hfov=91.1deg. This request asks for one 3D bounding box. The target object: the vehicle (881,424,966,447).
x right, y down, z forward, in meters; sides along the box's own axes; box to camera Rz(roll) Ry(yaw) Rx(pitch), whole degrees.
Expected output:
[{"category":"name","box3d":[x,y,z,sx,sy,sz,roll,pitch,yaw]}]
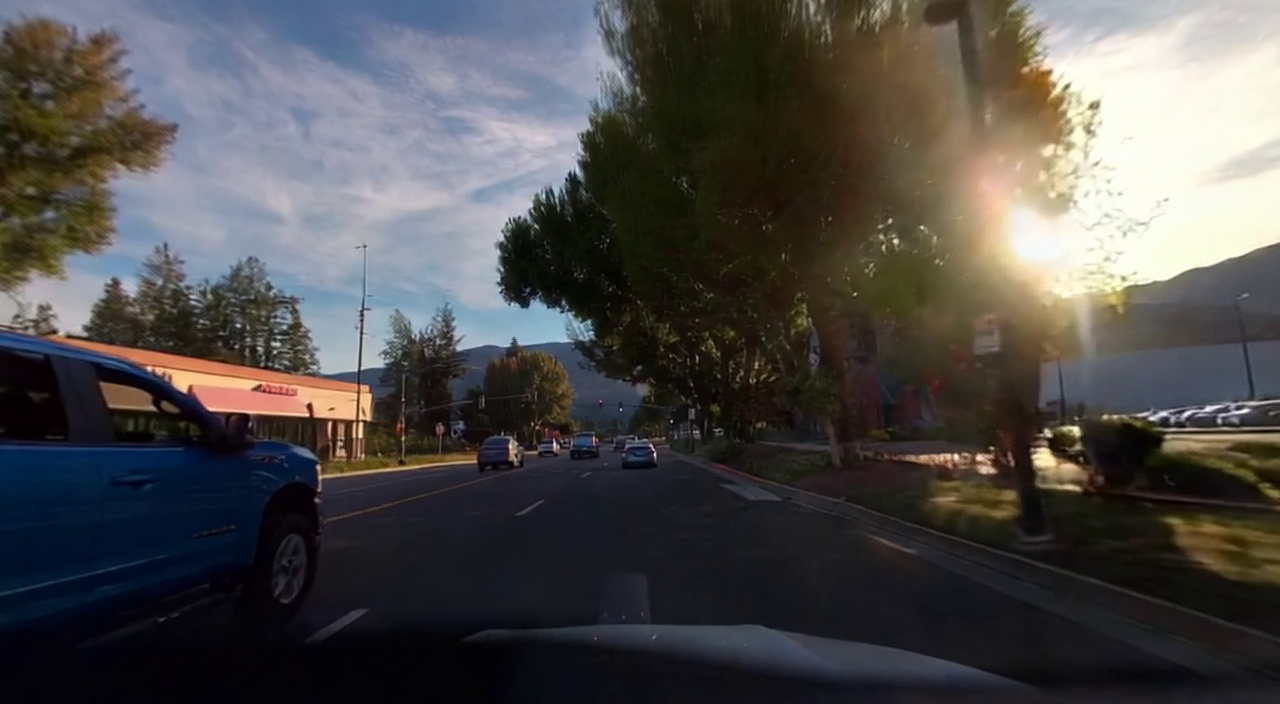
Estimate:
[{"category":"vehicle","box3d":[19.311,5.732,42.782,5.025,1.475,1.956,-5,-9,29]}]

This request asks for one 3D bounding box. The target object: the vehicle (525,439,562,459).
[{"category":"vehicle","box3d":[-7.438,7.519,48.688,2.065,1.495,4.481,0,-8,1]}]

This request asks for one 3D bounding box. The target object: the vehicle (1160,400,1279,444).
[{"category":"vehicle","box3d":[23.913,2.859,25.413,4.074,1.493,1.981,-9,-11,33]}]

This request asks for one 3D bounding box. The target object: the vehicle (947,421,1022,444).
[{"category":"vehicle","box3d":[25.031,5.896,45.682,4.588,1.555,1.939,-6,-10,30]}]

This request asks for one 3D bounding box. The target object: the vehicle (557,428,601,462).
[{"category":"vehicle","box3d":[-3.753,5.820,39.364,2.243,1.976,4.514,0,-8,1]}]

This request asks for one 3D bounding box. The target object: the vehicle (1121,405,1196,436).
[{"category":"vehicle","box3d":[35.060,4.703,42.420,4.805,1.911,2.234,5,-10,-31]}]

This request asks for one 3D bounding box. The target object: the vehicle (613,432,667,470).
[{"category":"vehicle","box3d":[-0.028,4.383,27.987,2.191,1.530,4.470,0,-8,-1]}]

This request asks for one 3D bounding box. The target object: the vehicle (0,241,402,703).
[{"category":"vehicle","box3d":[-3.564,0.647,2.204,2.552,2.079,6.810,0,-8,2]}]

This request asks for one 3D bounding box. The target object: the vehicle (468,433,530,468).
[{"category":"vehicle","box3d":[-7.789,5.494,35.326,2.146,1.788,5.153,0,-8,2]}]
